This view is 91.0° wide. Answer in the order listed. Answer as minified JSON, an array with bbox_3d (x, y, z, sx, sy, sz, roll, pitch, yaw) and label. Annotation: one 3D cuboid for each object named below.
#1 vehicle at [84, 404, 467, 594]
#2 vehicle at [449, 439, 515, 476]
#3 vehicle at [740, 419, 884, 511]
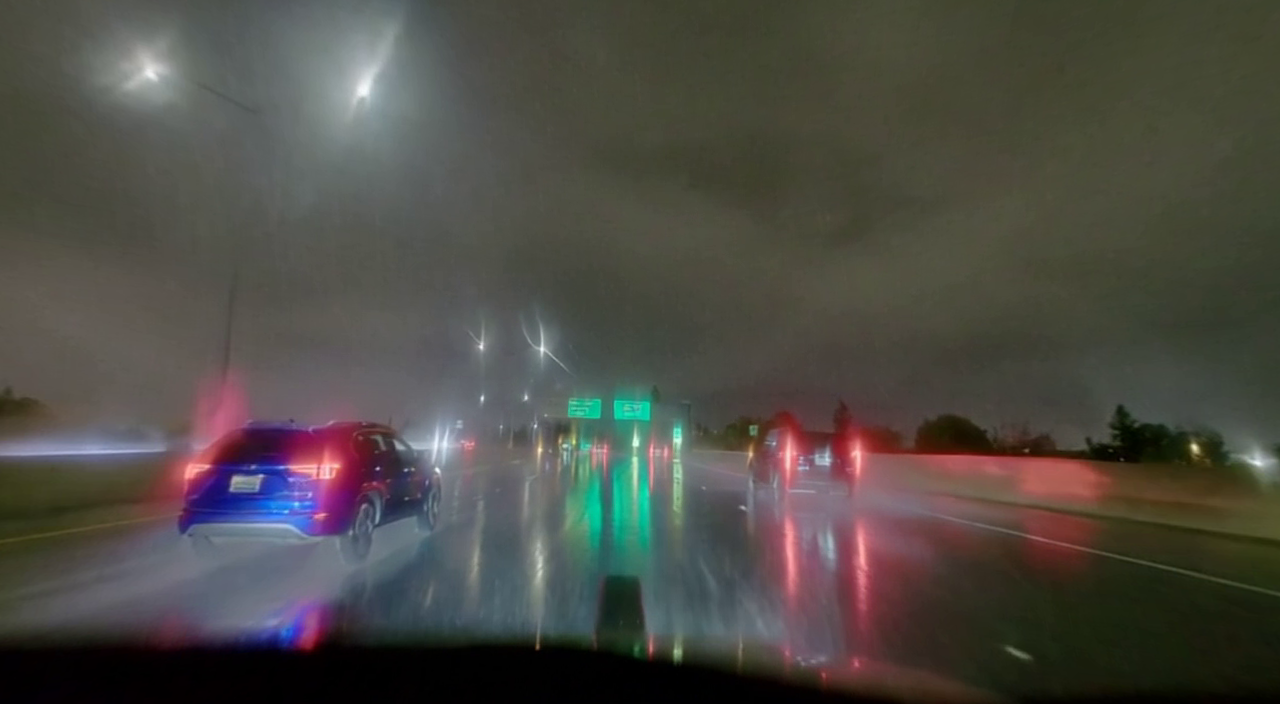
[{"bbox_3d":[-4.014,1.703,8.147,2.214,1.743,4.465,0,-9,1],"label":"vehicle"},{"bbox_3d":[-7.863,5.306,31.763,2.095,1.696,4.680,0,-9,0],"label":"vehicle"},{"bbox_3d":[3.915,2.686,15.358,2.153,1.860,4.689,0,-9,0],"label":"vehicle"}]
